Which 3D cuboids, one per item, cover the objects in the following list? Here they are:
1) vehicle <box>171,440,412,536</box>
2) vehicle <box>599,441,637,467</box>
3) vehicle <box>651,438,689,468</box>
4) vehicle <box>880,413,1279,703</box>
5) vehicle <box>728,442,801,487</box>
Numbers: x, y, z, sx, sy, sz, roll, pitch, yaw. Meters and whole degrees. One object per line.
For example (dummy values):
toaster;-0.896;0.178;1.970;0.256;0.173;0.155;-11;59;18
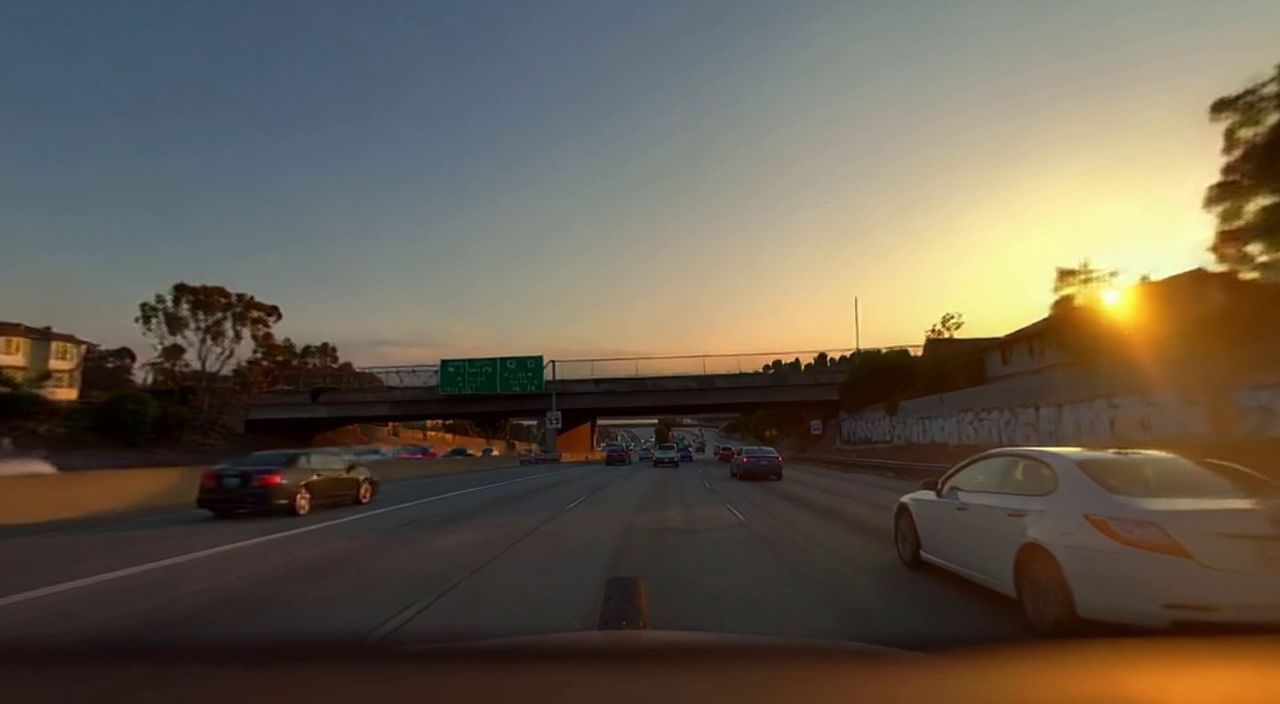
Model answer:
vehicle;-6.395;2.495;12.342;2.050;1.507;4.375;0;-8;3
vehicle;-1.468;7.109;44.210;2.070;1.740;4.678;-1;-8;6
vehicle;1.837;6.168;38.704;2.183;1.764;4.134;0;-8;3
vehicle;3.691;1.354;5.065;1.912;1.509;4.291;0;-8;1
vehicle;4.388;4.001;22.776;1.854;1.438;3.954;0;-8;1
